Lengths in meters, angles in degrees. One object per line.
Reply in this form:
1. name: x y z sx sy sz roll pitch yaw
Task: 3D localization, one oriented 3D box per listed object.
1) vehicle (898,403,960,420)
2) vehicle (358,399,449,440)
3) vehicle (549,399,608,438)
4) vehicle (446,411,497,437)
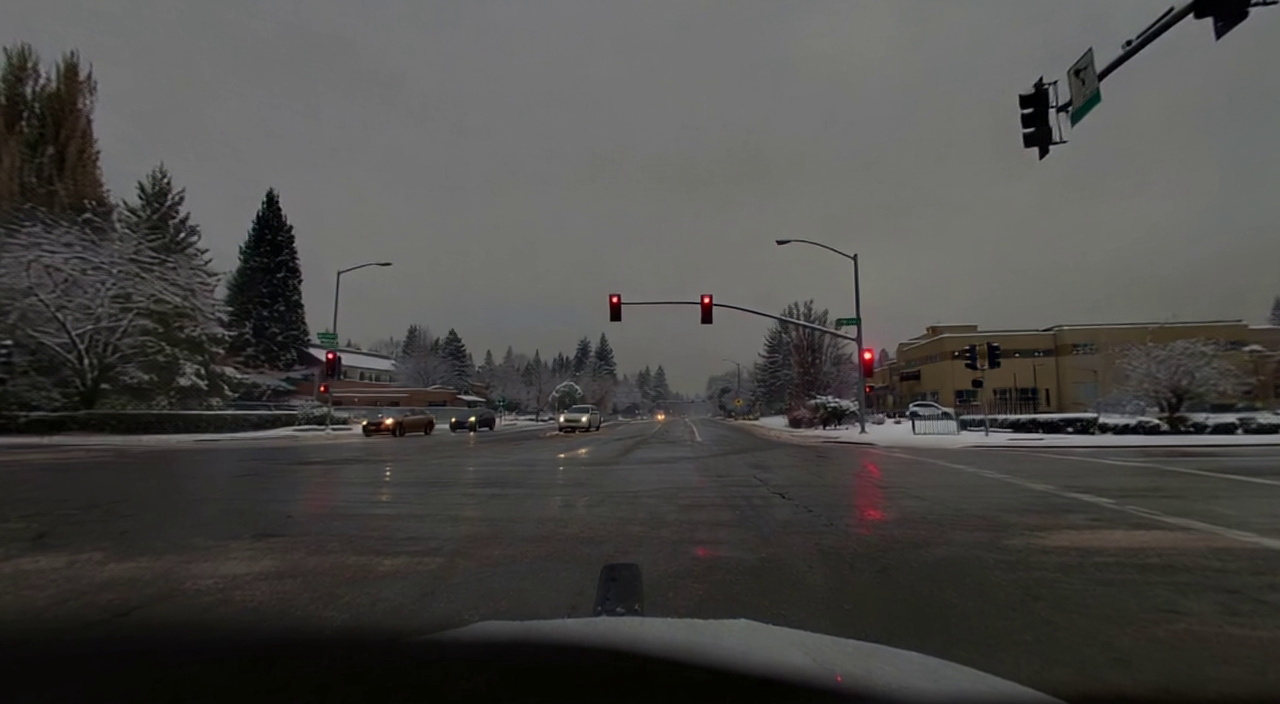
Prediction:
1. vehicle: 22.296 4.636 48.867 3.933 1.219 1.700 0 -9 4
2. vehicle: -12.309 3.643 33.328 2.340 1.902 4.920 -1 -9 8
3. vehicle: -3.220 3.708 34.484 2.306 1.907 5.382 -1 -9 4
4. vehicle: -11.029 4.792 41.751 1.899 1.510 4.294 -1 -9 4
